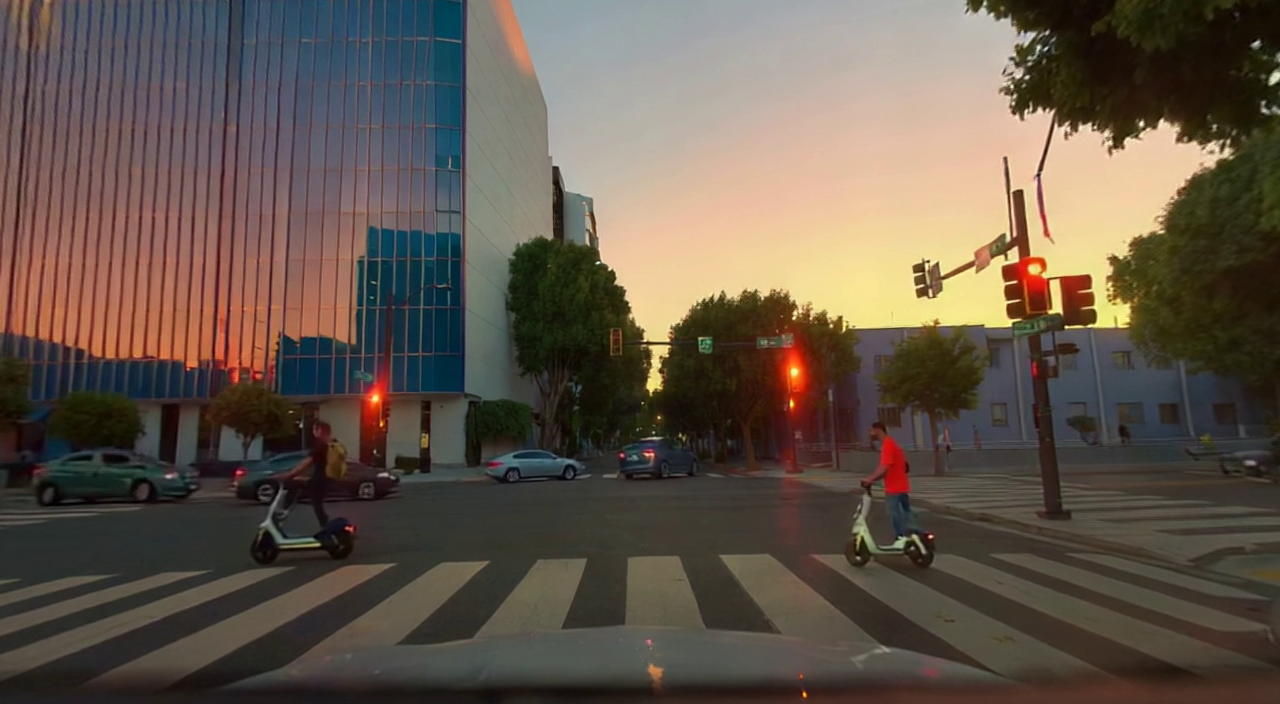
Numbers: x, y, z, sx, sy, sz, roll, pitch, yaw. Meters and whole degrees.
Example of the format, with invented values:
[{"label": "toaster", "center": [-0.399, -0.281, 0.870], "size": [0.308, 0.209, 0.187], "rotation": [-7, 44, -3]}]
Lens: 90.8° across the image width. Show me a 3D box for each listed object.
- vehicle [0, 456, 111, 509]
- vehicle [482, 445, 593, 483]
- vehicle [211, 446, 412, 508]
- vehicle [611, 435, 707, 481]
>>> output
[{"label": "vehicle", "center": [-19.397, 3.915, 19.170], "size": [4.730, 1.453, 2.068], "rotation": [0, -8, -3]}, {"label": "vehicle", "center": [-4.296, 4.745, 27.166], "size": [2.075, 1.463, 4.485], "rotation": [-7, -11, 38]}, {"label": "vehicle", "center": [-8.787, 3.351, 17.416], "size": [4.576, 1.496, 2.042], "rotation": [2, -9, -18]}, {"label": "vehicle", "center": [0.909, 4.372, 26.360], "size": [2.122, 1.724, 4.802], "rotation": [-5, -10, 27]}]
